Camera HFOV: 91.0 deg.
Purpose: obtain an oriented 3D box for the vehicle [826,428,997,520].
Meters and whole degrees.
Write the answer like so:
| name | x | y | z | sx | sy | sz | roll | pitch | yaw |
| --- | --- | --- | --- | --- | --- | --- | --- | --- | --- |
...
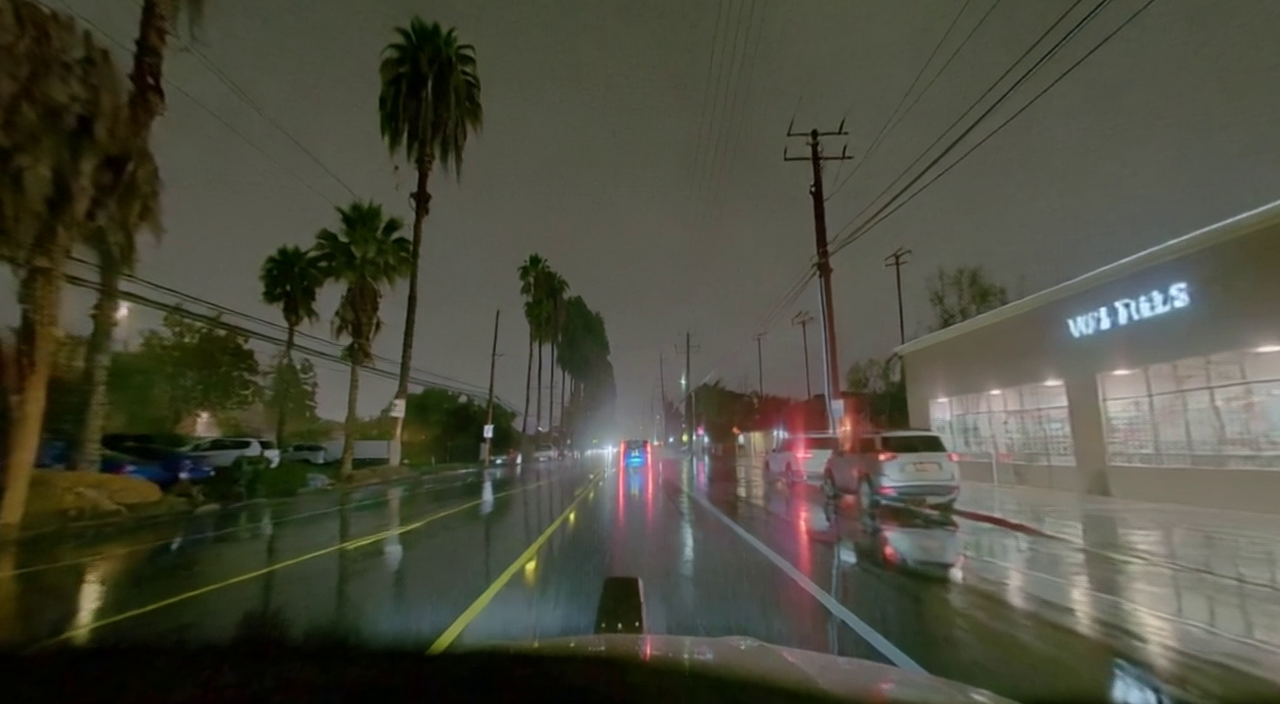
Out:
| name | x | y | z | sx | sy | sz | roll | pitch | yaw |
| --- | --- | --- | --- | --- | --- | --- | --- | --- | --- |
| vehicle | 5.993 | 2.723 | 14.613 | 1.945 | 1.791 | 4.460 | 0 | -8 | 0 |

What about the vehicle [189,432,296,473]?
| name | x | y | z | sx | sy | sz | roll | pitch | yaw |
| --- | --- | --- | --- | --- | --- | --- | --- | --- | --- |
| vehicle | -17.588 | 4.471 | 28.190 | 2.084 | 1.678 | 4.707 | 1 | -8 | -6 |

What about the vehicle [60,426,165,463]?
| name | x | y | z | sx | sy | sz | roll | pitch | yaw |
| --- | --- | --- | --- | --- | --- | --- | --- | --- | --- |
| vehicle | -27.907 | 4.926 | 33.522 | 2.053 | 1.777 | 4.503 | 1 | -8 | -7 |

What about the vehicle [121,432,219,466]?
| name | x | y | z | sx | sy | sz | roll | pitch | yaw |
| --- | --- | --- | --- | --- | --- | --- | --- | --- | --- |
| vehicle | -22.906 | 4.755 | 30.924 | 1.829 | 1.492 | 4.487 | 1 | -8 | -8 |

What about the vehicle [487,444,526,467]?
| name | x | y | z | sx | sy | sz | roll | pitch | yaw |
| --- | --- | --- | --- | --- | --- | --- | --- | --- | --- |
| vehicle | -10.500 | 8.146 | 49.715 | 2.075 | 1.693 | 4.696 | 0 | -8 | -1 |

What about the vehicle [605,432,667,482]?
| name | x | y | z | sx | sy | sz | roll | pitch | yaw |
| --- | --- | --- | --- | --- | --- | --- | --- | --- | --- |
| vehicle | -0.179 | 4.185 | 25.287 | 2.264 | 1.798 | 4.563 | 0 | -8 | -1 |
